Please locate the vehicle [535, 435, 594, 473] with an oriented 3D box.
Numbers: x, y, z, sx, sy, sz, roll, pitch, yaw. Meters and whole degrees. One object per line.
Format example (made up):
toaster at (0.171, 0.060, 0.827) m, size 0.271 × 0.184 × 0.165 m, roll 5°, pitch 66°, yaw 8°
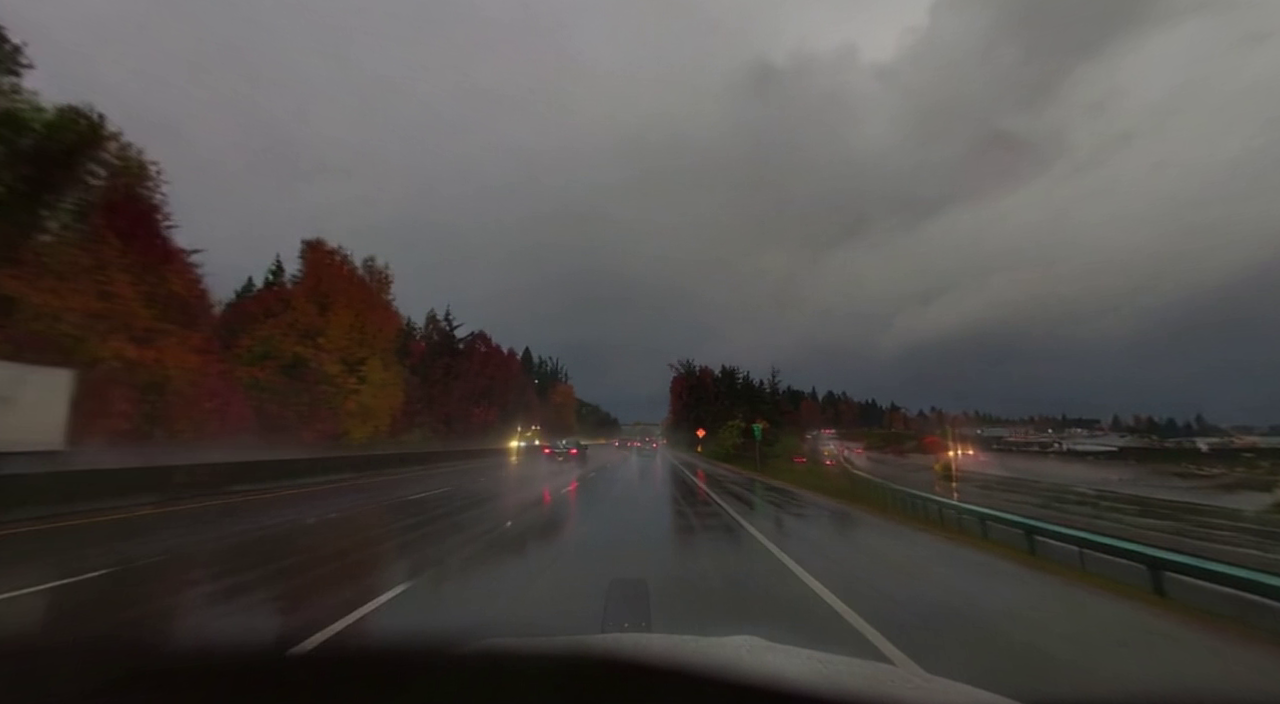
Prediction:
vehicle at (-3.524, 4.863, 30.260) m, size 2.123 × 1.643 × 4.479 m, roll 0°, pitch -8°, yaw 2°
